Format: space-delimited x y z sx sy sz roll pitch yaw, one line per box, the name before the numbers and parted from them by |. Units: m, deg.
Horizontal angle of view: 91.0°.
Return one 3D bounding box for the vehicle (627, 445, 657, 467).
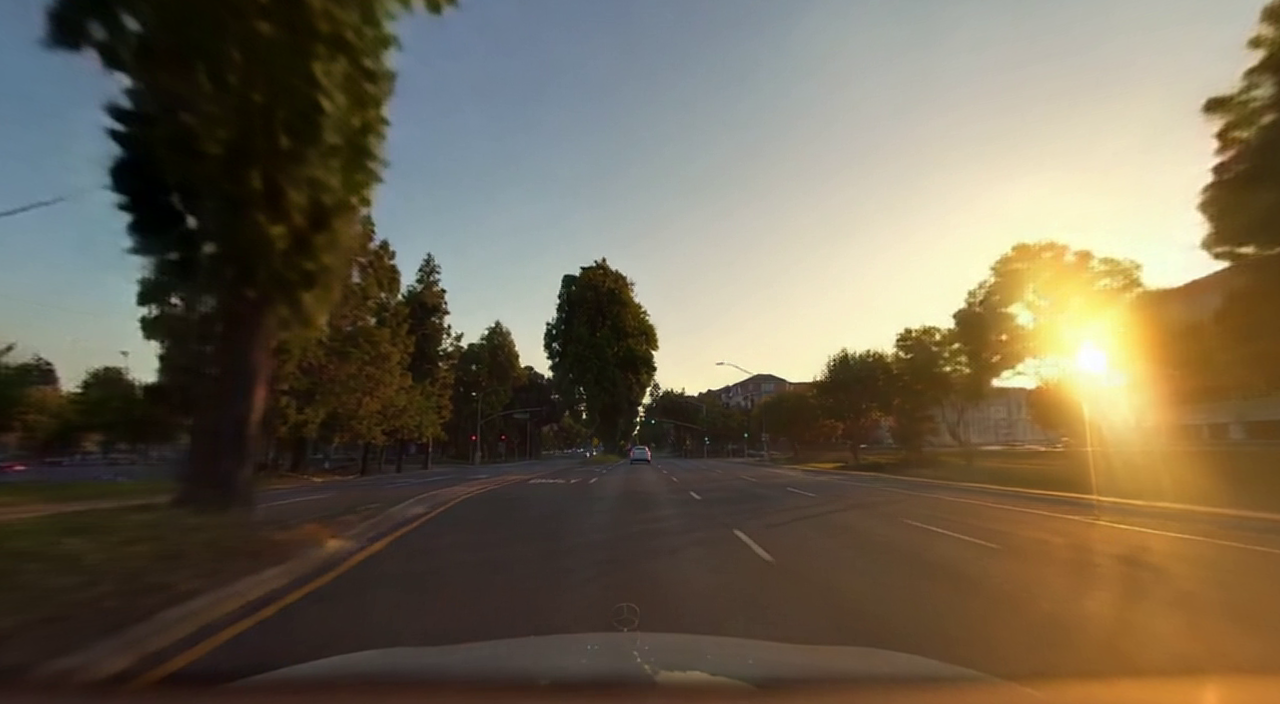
vehicle | 0.148 7.363 44.874 2.064 1.477 3.968 0 -9 0
